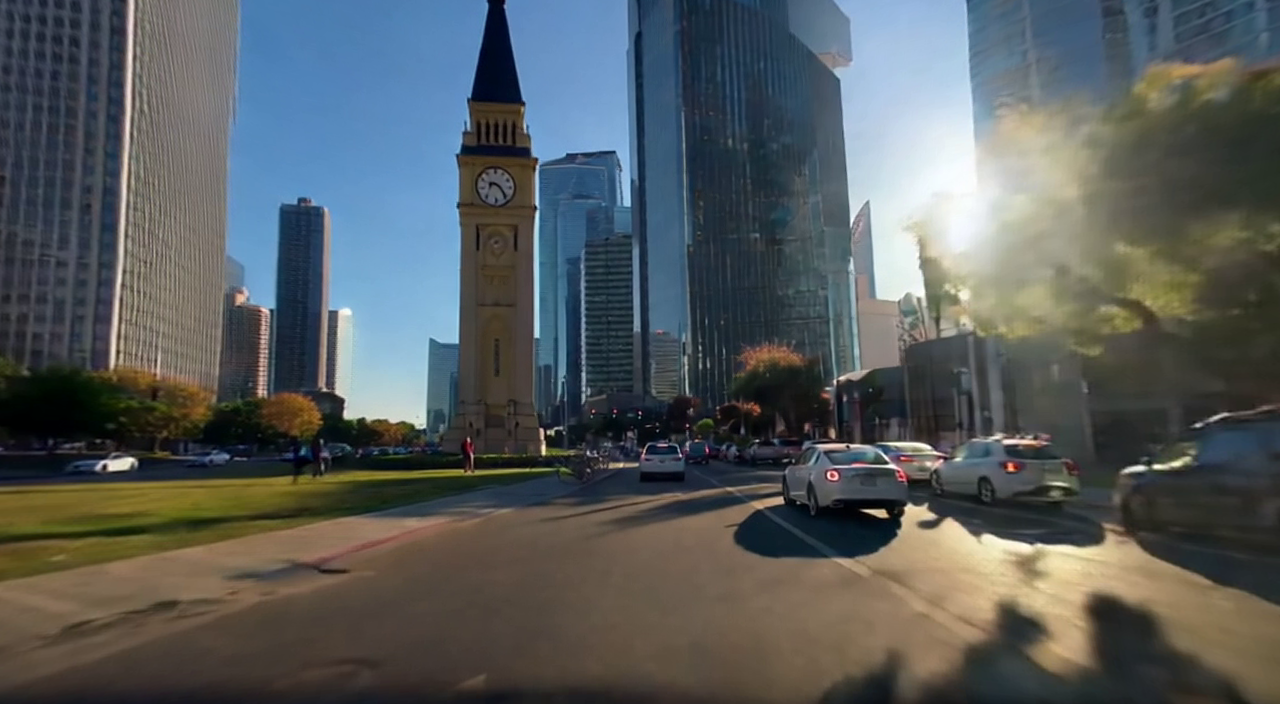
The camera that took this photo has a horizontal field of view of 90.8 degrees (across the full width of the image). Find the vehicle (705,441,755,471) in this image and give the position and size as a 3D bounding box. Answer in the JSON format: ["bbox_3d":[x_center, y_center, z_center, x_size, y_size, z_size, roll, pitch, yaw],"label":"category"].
[{"bbox_3d":[5.113,5.990,36.489,1.981,1.572,4.718,0,-9,-2],"label":"vehicle"}]

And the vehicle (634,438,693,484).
[{"bbox_3d":[0.887,4.209,24.609,2.111,1.605,3.832,0,-9,1],"label":"vehicle"}]

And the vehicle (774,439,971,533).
[{"bbox_3d":[4.278,2.530,12.630,2.116,1.500,4.702,0,-9,0],"label":"vehicle"}]

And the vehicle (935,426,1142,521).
[{"bbox_3d":[9.401,2.880,15.565,2.041,1.941,4.884,-1,-9,3],"label":"vehicle"}]

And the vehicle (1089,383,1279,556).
[{"bbox_3d":[9.145,1.597,8.752,2.093,2.154,5.193,-1,-9,2],"label":"vehicle"}]

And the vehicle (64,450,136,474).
[{"bbox_3d":[-41.650,8.444,48.884,2.006,1.732,4.736,1,-9,-10],"label":"vehicle"}]
